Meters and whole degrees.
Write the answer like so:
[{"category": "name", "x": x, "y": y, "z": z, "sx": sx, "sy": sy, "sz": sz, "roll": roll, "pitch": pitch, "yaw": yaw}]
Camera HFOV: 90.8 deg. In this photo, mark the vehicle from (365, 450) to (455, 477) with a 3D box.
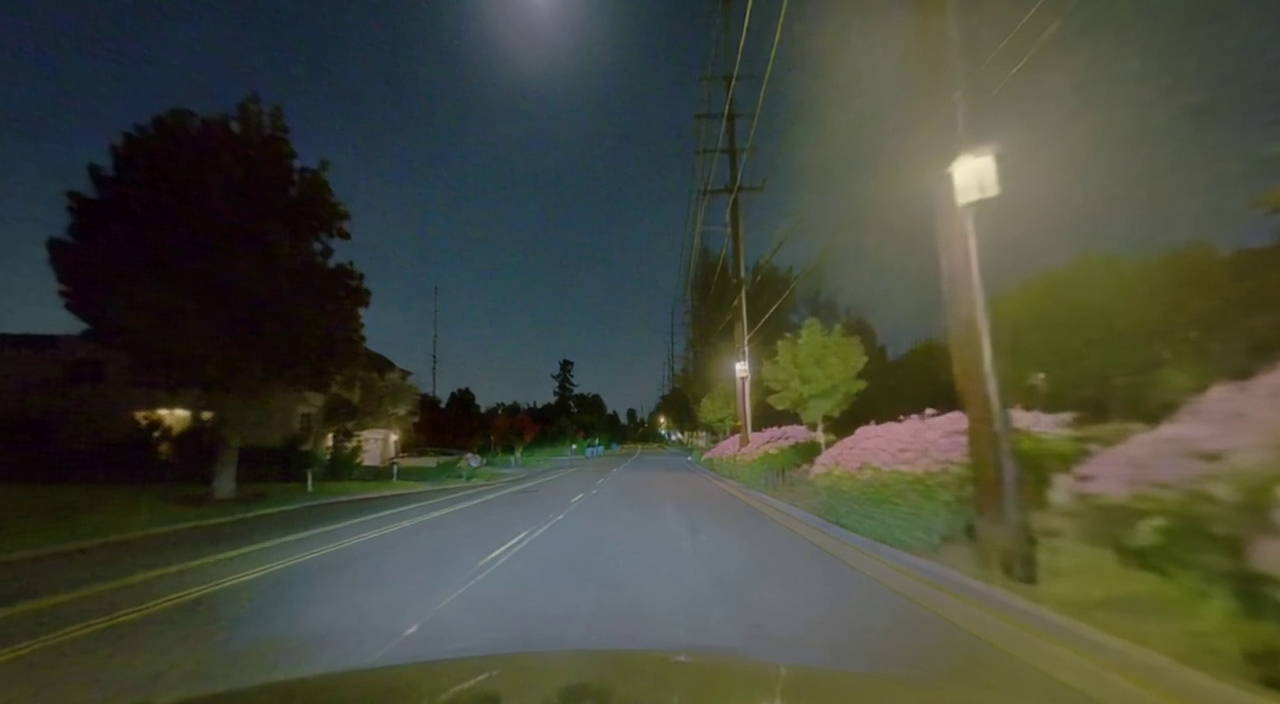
[{"category": "vehicle", "x": -13.743, "y": 6.655, "z": 37.952, "sx": 4.554, "sy": 1.535, "sz": 2.261, "roll": 0, "pitch": -9, "yaw": -2}]
